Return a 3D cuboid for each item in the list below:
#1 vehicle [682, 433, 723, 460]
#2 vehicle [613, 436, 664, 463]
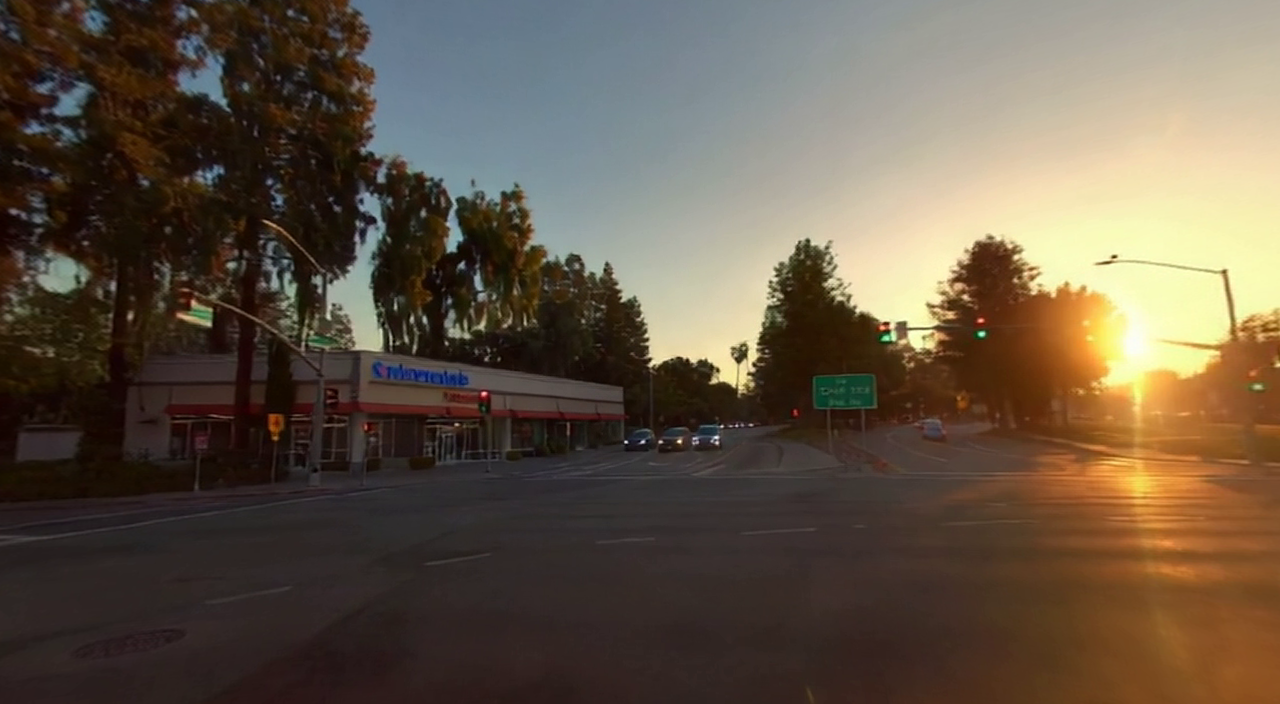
[{"bbox_3d":[3.849,5.709,38.275,1.920,1.546,4.086,-2,-8,14],"label":"vehicle"},{"bbox_3d":[-0.019,5.869,38.197,2.111,1.499,4.371,-2,-8,13],"label":"vehicle"}]
